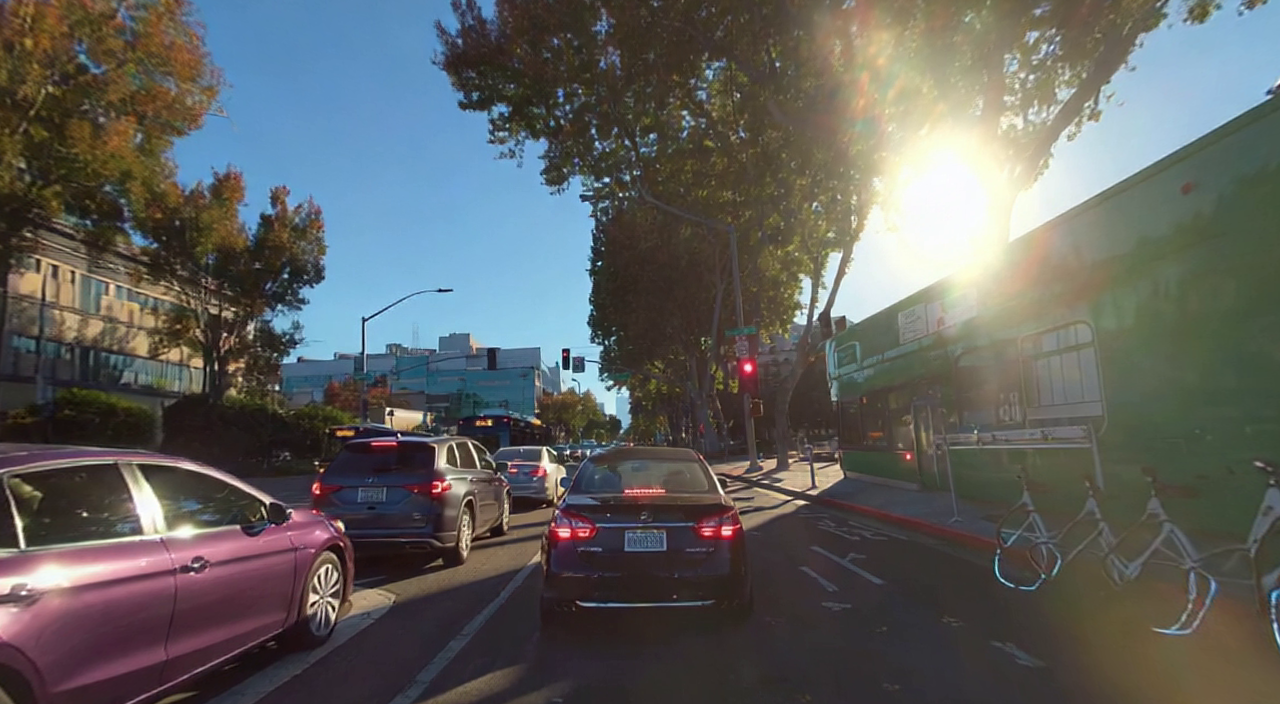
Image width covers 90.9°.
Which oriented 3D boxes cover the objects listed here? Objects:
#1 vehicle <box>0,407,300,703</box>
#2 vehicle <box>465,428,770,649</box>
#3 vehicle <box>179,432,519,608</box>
[{"bbox_3d":[-3.165,0.873,1.723,1.867,1.486,4.452,0,-8,2],"label":"vehicle"},{"bbox_3d":[-0.136,1.527,6.167,2.031,1.461,3.763,0,-8,0],"label":"vehicle"},{"bbox_3d":[-2.915,1.760,7.632,1.944,1.481,4.385,0,-8,1],"label":"vehicle"}]
